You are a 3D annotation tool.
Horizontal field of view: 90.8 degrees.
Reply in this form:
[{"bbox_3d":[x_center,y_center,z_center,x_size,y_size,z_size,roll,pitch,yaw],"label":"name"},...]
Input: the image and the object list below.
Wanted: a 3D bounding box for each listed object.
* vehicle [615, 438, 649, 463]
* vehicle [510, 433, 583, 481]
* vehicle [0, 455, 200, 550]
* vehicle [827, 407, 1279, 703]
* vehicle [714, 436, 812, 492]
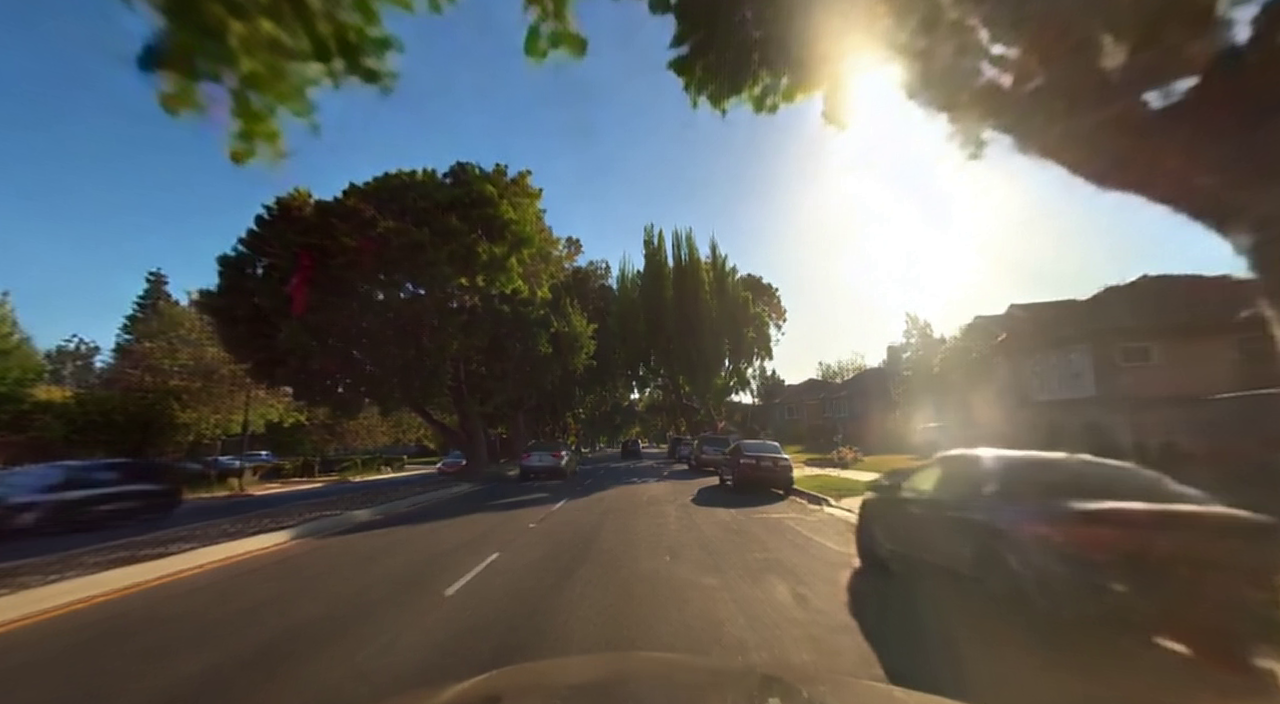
[{"bbox_3d":[-0.516,6.568,42.380,2.142,1.548,4.273,0,-8,0],"label":"vehicle"},{"bbox_3d":[-3.552,4.085,24.959,2.129,1.668,4.722,0,-8,1],"label":"vehicle"},{"bbox_3d":[-11.530,2.911,12.887,2.167,1.497,4.256,0,-8,-2],"label":"vehicle"},{"bbox_3d":[3.286,1.359,5.420,2.006,1.518,4.534,-1,-8,1],"label":"vehicle"},{"bbox_3d":[3.657,3.426,19.791,2.019,1.495,4.755,0,-8,-1],"label":"vehicle"}]
